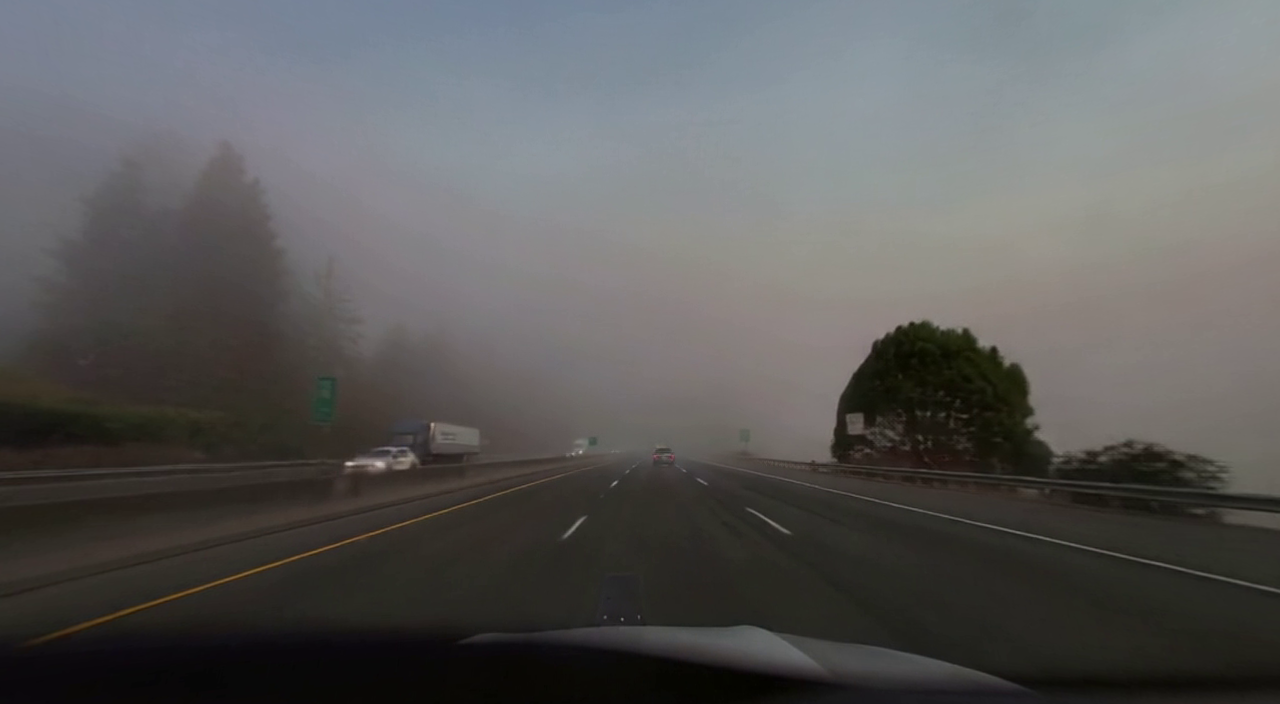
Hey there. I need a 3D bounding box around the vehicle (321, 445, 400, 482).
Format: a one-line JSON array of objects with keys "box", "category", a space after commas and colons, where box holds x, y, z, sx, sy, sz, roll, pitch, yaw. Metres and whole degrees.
[{"box": [-14.541, 5.809, 33.067, 1.893, 1.797, 4.648, 0, -9, 1], "category": "vehicle"}]

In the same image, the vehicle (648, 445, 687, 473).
[{"box": [1.674, 6.717, 39.619, 2.231, 1.652, 4.503, 0, -9, 0], "category": "vehicle"}]
